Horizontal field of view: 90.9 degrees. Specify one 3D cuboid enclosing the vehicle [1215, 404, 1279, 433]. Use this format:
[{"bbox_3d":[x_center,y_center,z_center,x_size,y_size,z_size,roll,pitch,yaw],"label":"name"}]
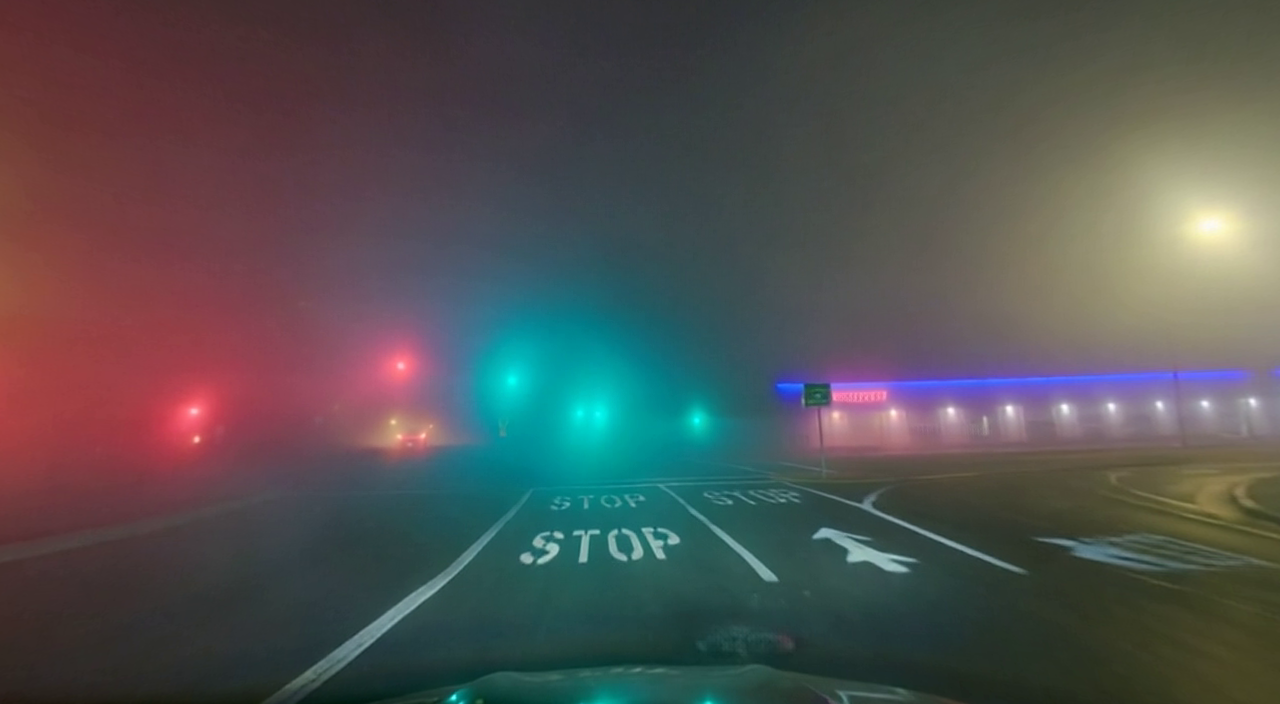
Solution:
[{"bbox_3d":[49.501,5.214,49.618,2.285,2.163,5.857,5,-9,-44],"label":"vehicle"}]
